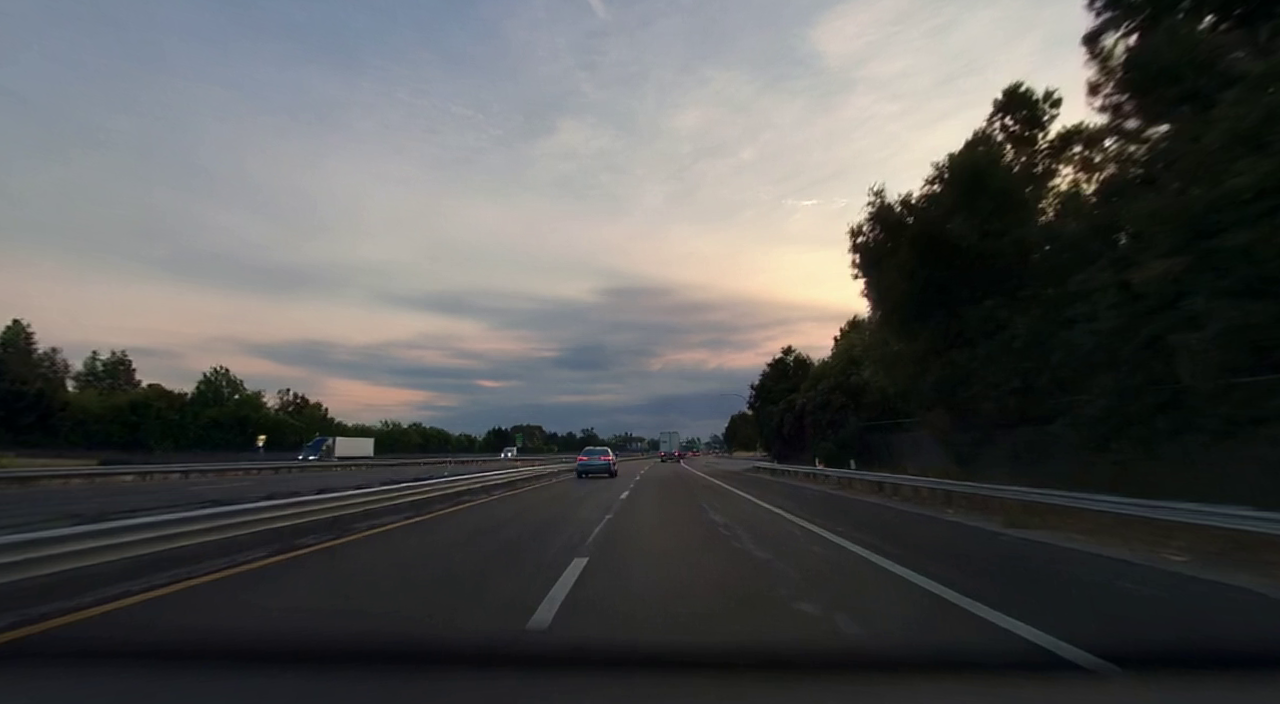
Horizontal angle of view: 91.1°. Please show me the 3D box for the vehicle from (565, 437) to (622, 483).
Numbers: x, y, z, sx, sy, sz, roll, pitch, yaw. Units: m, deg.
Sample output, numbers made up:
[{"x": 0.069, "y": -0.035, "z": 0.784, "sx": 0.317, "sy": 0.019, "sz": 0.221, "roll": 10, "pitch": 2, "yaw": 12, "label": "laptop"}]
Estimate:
[{"x": -2.168, "y": 5.268, "z": 30.888, "sx": 2.271, "sy": 2.049, "sz": 4.894, "roll": -1, "pitch": -9, "yaw": 2, "label": "vehicle"}]
